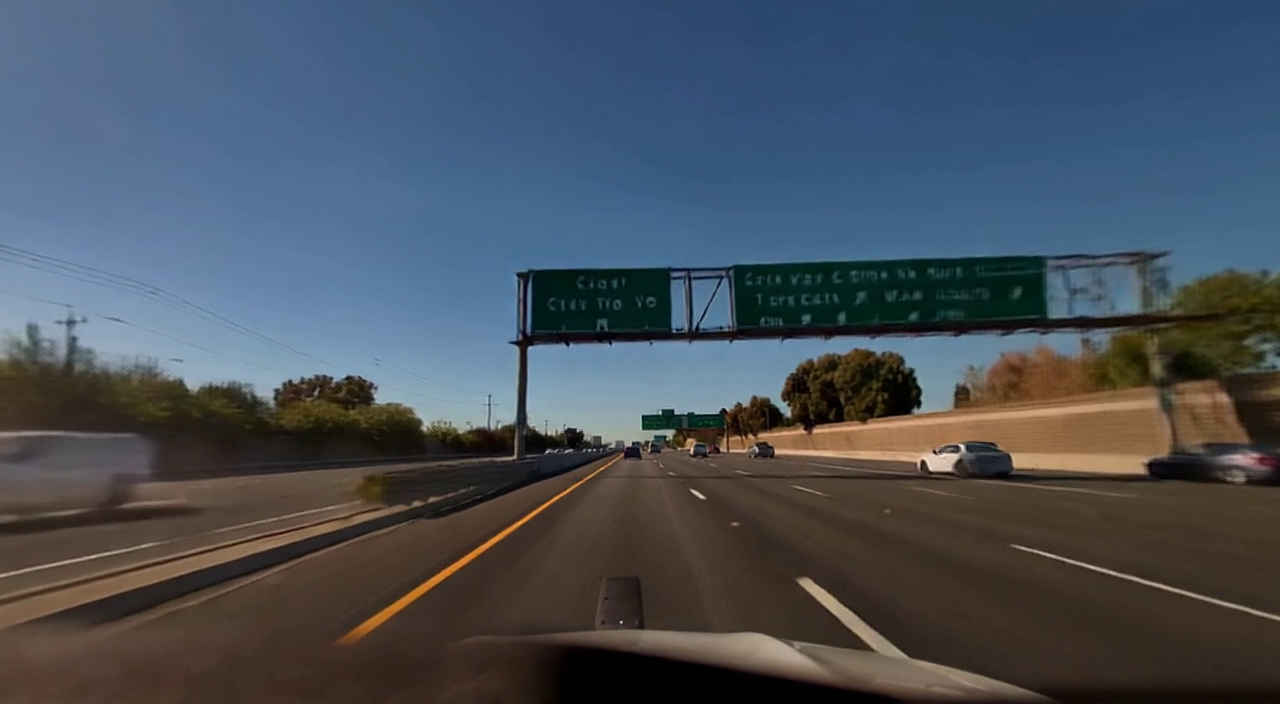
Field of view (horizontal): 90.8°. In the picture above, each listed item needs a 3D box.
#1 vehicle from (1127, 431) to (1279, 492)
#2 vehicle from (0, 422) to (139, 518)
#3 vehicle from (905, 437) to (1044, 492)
[{"bbox_3d":[16.700,3.045,17.864,1.936,1.498,4.883,0,-9,0],"label":"vehicle"},{"bbox_3d":[-12.381,2.196,12.165,1.989,1.694,4.081,1,-8,1],"label":"vehicle"},{"bbox_3d":[9.728,3.294,18.792,1.836,1.418,4.132,0,-9,0],"label":"vehicle"}]
